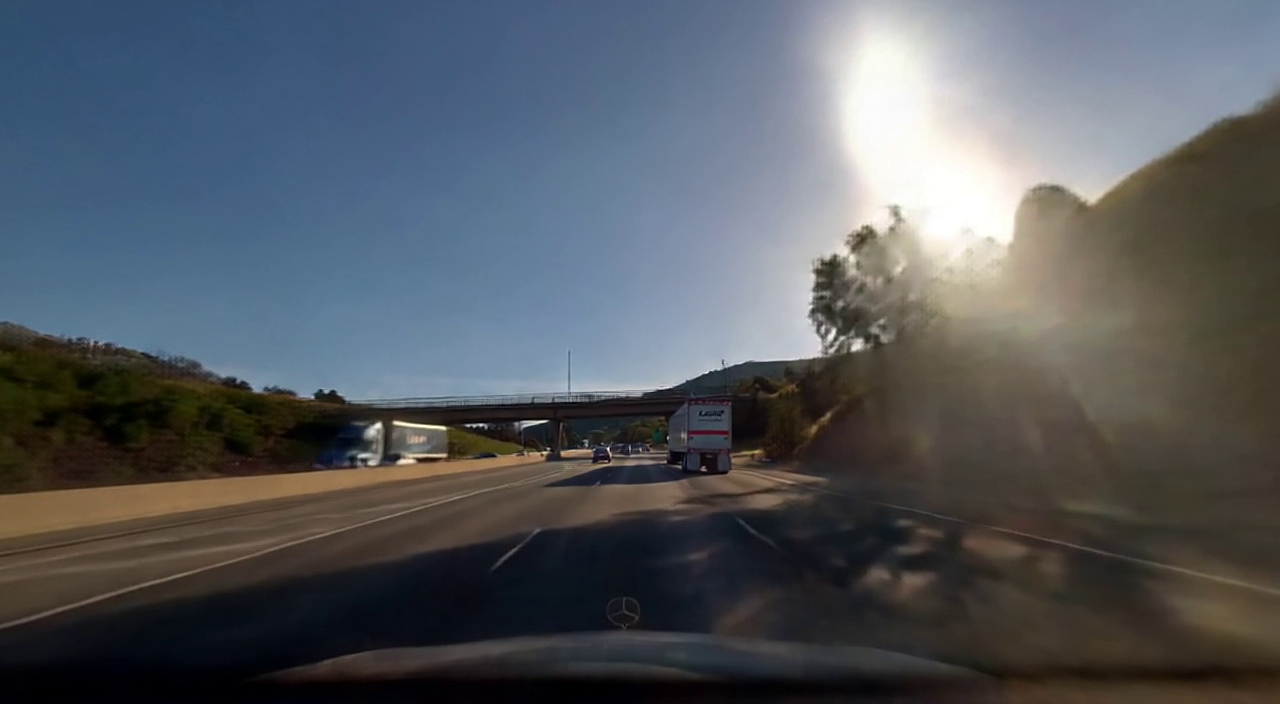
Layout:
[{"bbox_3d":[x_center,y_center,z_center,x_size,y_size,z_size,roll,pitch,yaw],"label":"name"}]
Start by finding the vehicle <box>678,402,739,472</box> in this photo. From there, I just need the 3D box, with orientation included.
[{"bbox_3d":[4.150,5.504,40.464,2.885,3.992,8.526,0,-9,0],"label":"vehicle"}]

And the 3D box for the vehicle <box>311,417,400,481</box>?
[{"bbox_3d":[-19.132,6.585,42.958,2.969,3.983,6.343,0,-9,0],"label":"vehicle"}]
